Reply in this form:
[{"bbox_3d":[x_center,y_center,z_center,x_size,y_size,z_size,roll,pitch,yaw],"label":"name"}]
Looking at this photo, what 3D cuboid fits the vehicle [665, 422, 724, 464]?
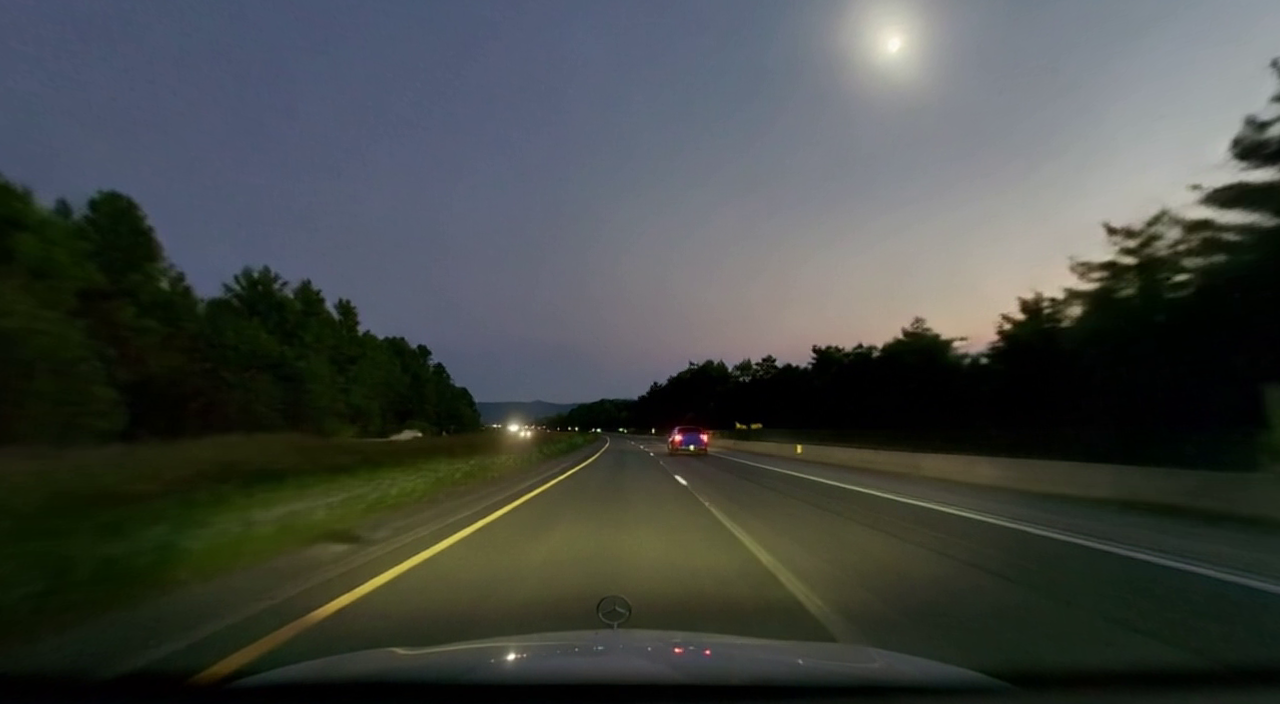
[{"bbox_3d":[2.487,4.294,29.952,2.240,1.801,4.545,0,-8,-2],"label":"vehicle"}]
